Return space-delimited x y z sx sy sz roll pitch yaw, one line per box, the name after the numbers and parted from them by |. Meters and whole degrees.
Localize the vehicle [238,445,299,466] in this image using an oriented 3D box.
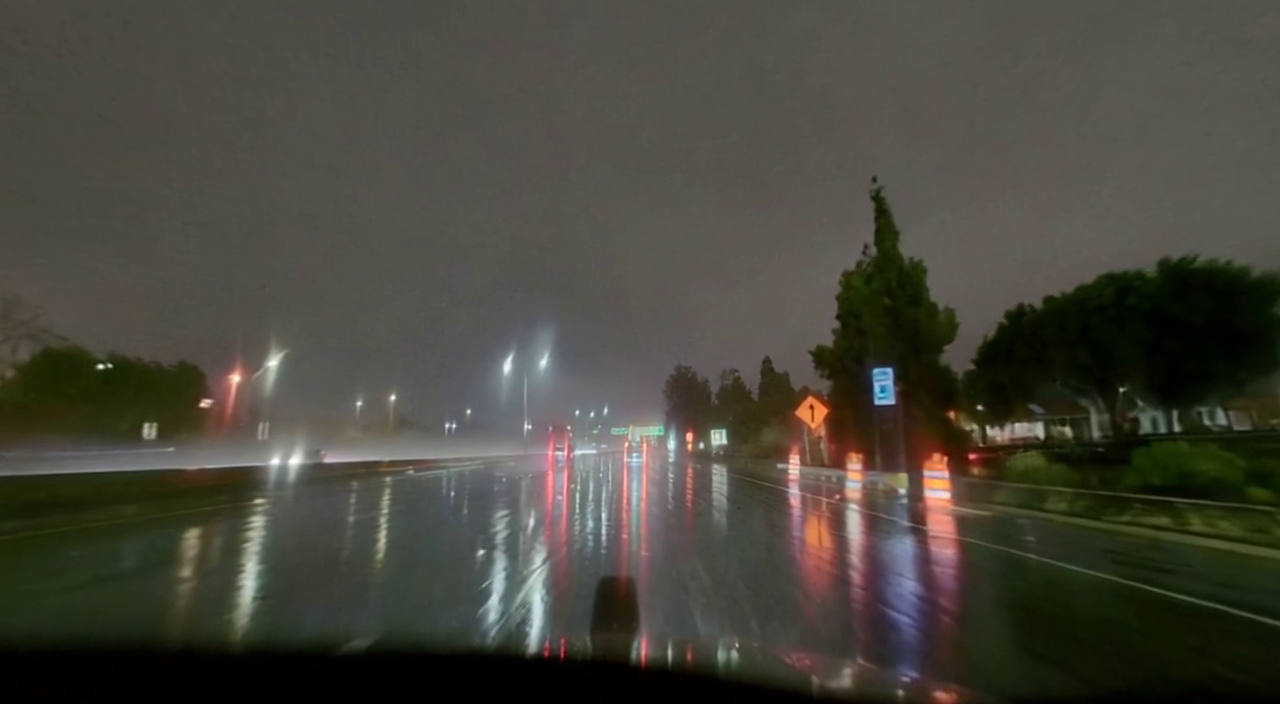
-27.422 7.650 46.812 1.763 1.483 4.398 0 -9 0 | vehicle

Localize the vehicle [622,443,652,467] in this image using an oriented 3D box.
-0.249 7.544 46.402 2.109 1.638 3.856 0 -9 0 | vehicle
